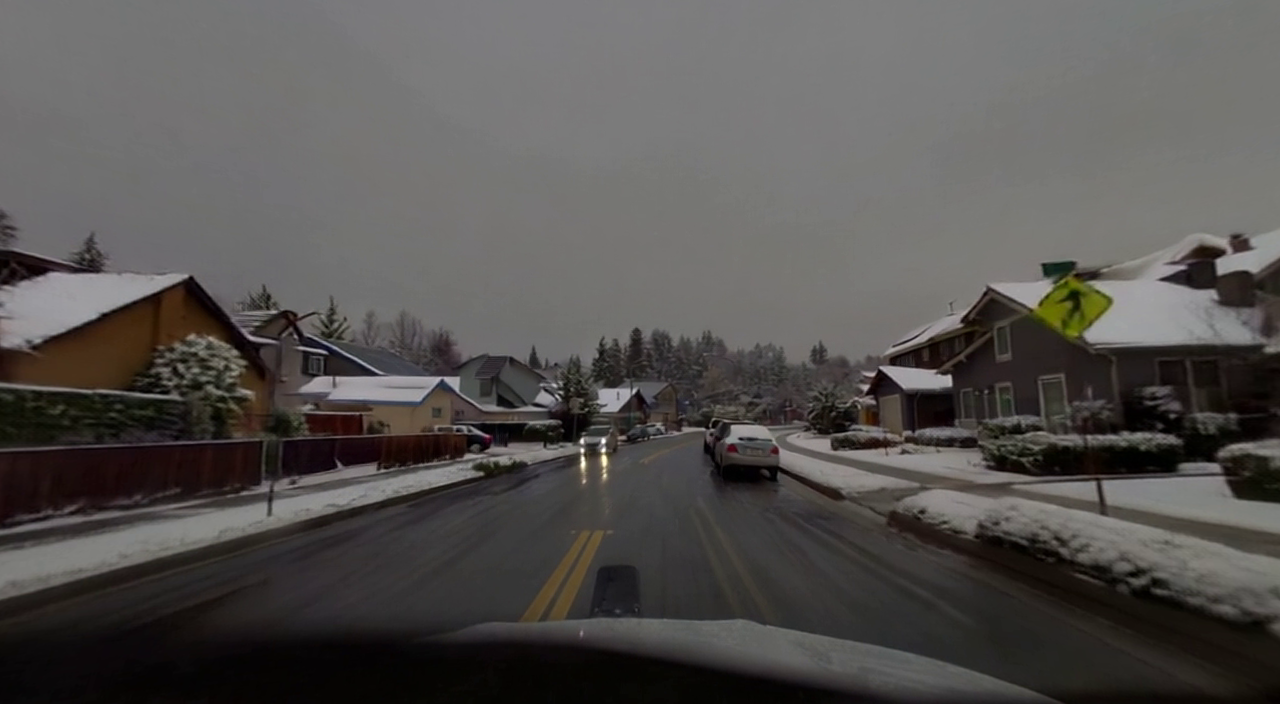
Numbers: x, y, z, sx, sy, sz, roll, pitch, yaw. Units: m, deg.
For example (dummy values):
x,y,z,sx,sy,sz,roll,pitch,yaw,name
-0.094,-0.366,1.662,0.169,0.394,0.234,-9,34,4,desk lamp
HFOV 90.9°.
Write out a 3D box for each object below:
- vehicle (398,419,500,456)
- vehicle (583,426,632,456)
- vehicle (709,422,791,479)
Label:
x,y,z,sx,sy,sz,roll,pitch,yaw,name
-9.273,4.172,30.847,4.205,1.745,2.121,-1,-8,6,vehicle
-1.673,4.726,33.601,1.972,1.499,4.191,-1,-8,6,vehicle
3.113,2.858,18.590,1.998,1.494,3.927,-1,-8,4,vehicle
